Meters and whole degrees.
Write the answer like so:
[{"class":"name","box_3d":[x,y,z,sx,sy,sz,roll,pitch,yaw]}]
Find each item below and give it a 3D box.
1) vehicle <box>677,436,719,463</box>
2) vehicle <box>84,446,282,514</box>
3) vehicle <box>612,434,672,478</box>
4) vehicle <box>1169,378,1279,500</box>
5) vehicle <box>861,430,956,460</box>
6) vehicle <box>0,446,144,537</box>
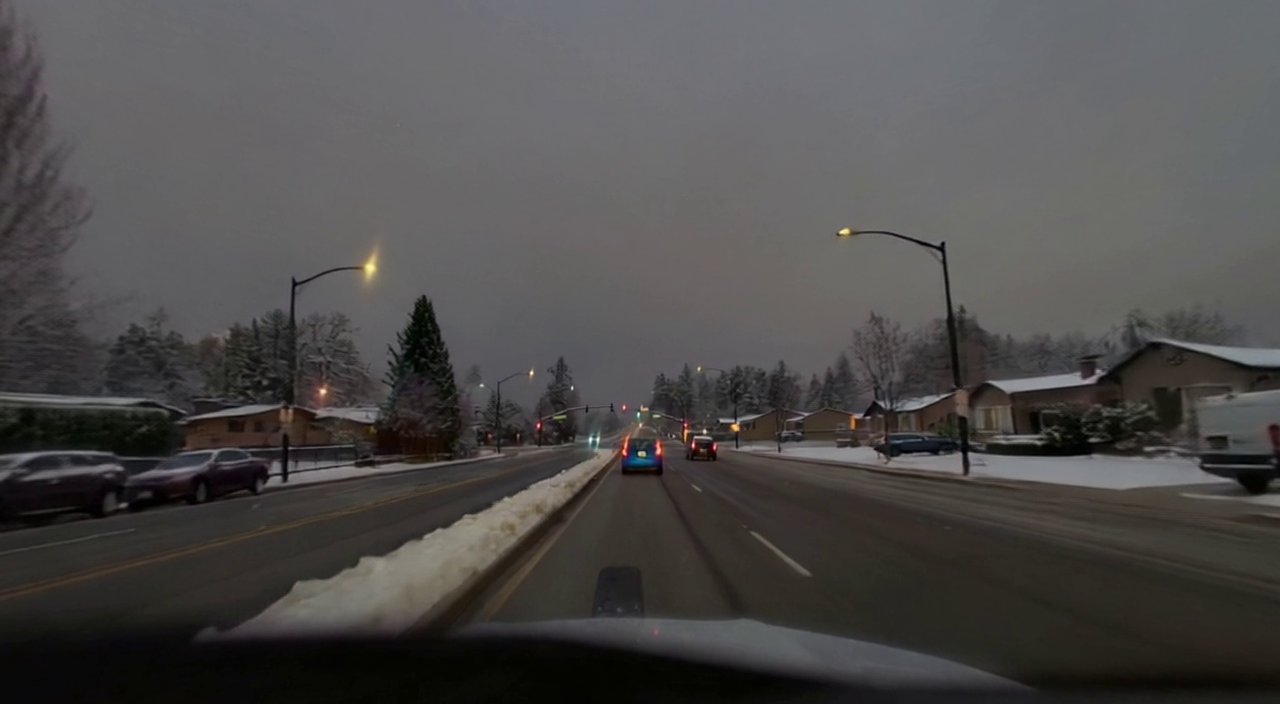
[{"class":"vehicle","box_3d":[3.457,5.954,38.771,2.161,1.519,4.568,0,-8,0]},{"class":"vehicle","box_3d":[-14.268,3.960,20.345,2.078,1.833,5.666,0,-8,1]},{"class":"vehicle","box_3d":[0.029,3.900,23.878,2.093,1.497,4.010,0,-8,-1]},{"class":"vehicle","box_3d":[14.961,1.806,13.215,5.696,2.299,2.292,0,-9,-2]},{"class":"vehicle","box_3d":[15.172,5.272,35.848,4.456,1.520,1.911,-1,-8,-2]},{"class":"vehicle","box_3d":[-14.488,3.122,14.519,2.140,1.899,4.900,0,-8,0]}]
